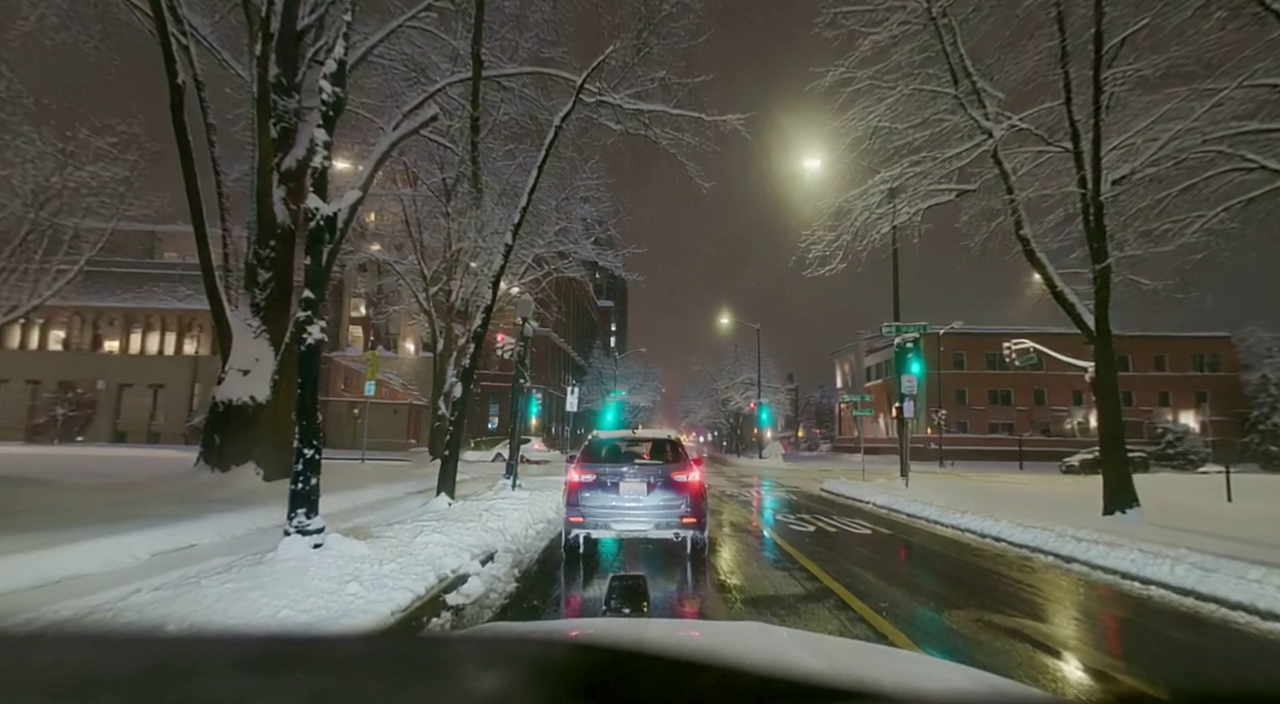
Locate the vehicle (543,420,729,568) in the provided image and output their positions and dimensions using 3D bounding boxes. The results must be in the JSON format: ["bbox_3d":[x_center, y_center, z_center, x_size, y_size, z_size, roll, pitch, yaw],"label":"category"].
[{"bbox_3d":[-0.075,1.875,9.042,2.079,1.621,3.861,0,-9,-1],"label":"vehicle"}]

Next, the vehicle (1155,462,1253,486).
[{"bbox_3d":[35.902,7.756,40.182,4.457,1.409,1.873,0,-9,-2],"label":"vehicle"}]

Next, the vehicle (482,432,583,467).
[{"bbox_3d":[-5.319,4.807,31.041,4.536,1.586,2.254,-6,-10,33],"label":"vehicle"}]

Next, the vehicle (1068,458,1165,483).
[{"bbox_3d":[30.187,7.513,39.986,4.668,1.441,1.904,0,-9,-4],"label":"vehicle"}]
